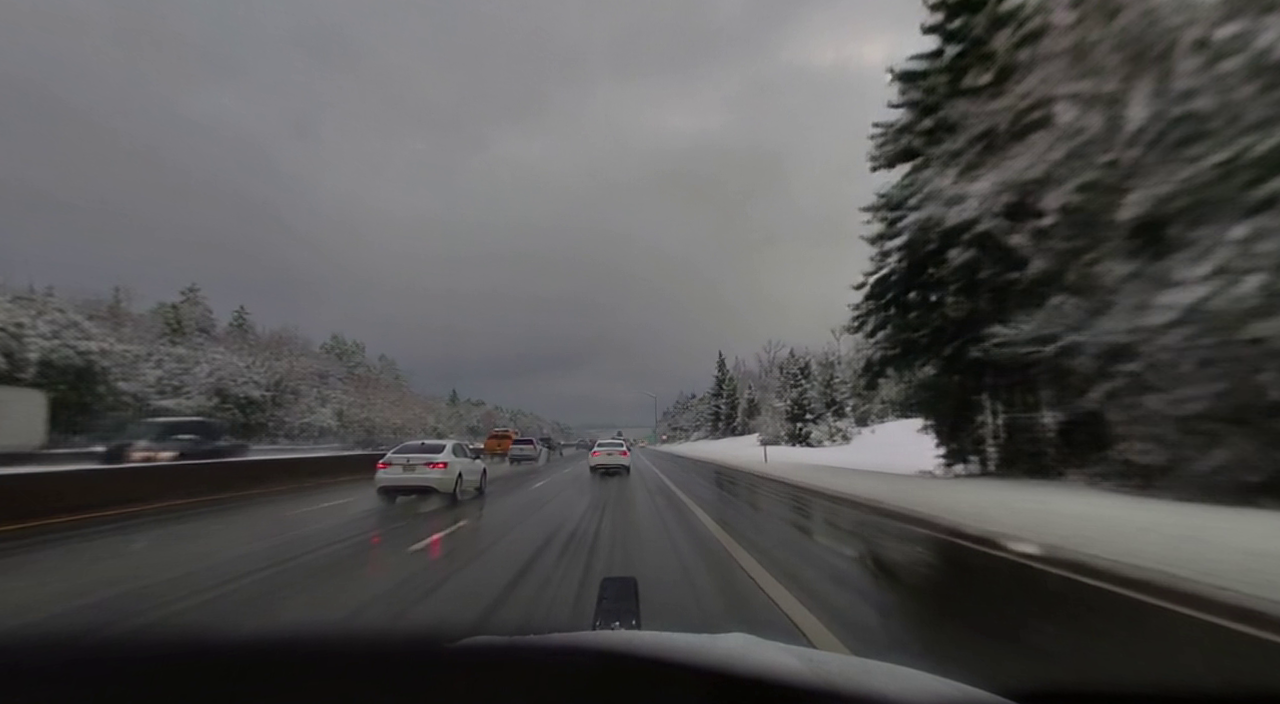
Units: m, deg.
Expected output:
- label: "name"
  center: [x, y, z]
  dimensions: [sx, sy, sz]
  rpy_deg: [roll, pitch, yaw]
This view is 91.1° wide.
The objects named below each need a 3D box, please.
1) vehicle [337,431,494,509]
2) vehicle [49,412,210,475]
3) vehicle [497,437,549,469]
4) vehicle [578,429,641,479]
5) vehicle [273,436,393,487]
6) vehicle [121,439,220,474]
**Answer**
- label: "vehicle"
  center: [-4.802, 2.553, 14.241]
  dimensions: [1.971, 1.464, 4.386]
  rpy_deg: [0, -8, 0]
- label: "vehicle"
  center: [-26.326, 4.741, 32.967]
  dimensions: [2.611, 2.933, 6.960]
  rpy_deg: [0, -8, -1]
- label: "vehicle"
  center: [-5.611, 4.877, 30.580]
  dimensions: [1.835, 1.432, 3.835]
  rpy_deg: [0, -8, -1]
- label: "vehicle"
  center: [-1.110, 3.750, 23.464]
  dimensions: [2.178, 1.658, 3.916]
  rpy_deg: [0, -8, -2]
- label: "vehicle"
  center: [-9.522, 3.384, 19.890]
  dimensions: [1.850, 1.439, 3.932]
  rpy_deg: [0, -8, -1]
- label: "vehicle"
  center: [-22.080, 4.879, 29.760]
  dimensions: [1.759, 1.510, 3.857]
  rpy_deg: [0, -8, -2]
